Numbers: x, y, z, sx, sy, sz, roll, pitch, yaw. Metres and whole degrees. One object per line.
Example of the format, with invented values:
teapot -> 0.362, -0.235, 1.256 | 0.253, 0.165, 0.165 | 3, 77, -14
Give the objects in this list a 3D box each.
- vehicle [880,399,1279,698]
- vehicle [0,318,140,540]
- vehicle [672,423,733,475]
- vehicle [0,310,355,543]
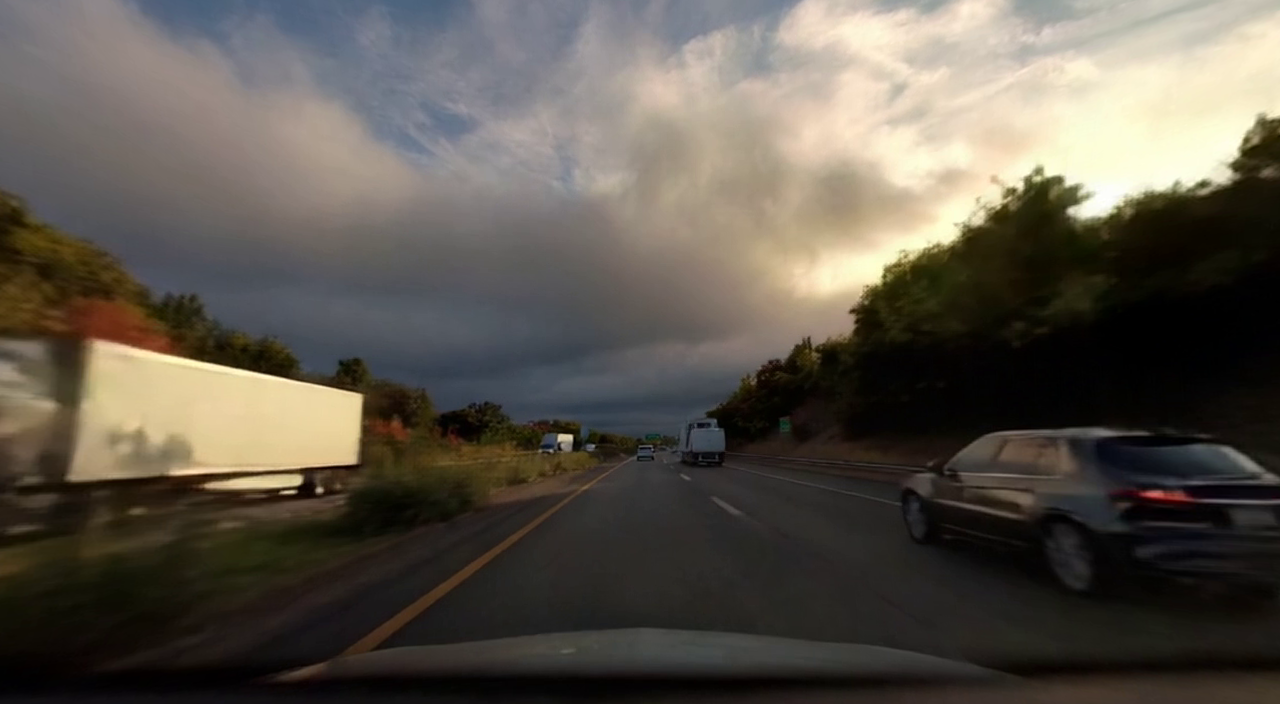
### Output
vehicle -> 3.836, 1.316, 5.302 | 2.043, 1.542, 3.881 | 0, -9, -1
vehicle -> -13.124, 1.409, 11.492 | 2.915, 4.016, 5.822 | 0, -9, 1
vehicle -> 3.196, 5.122, 33.464 | 2.423, 2.517, 5.055 | 0, -9, -3
vehicle -> -13.146, 2.382, 18.057 | 3.320, 4.162, 14.099 | 0, -9, 0
